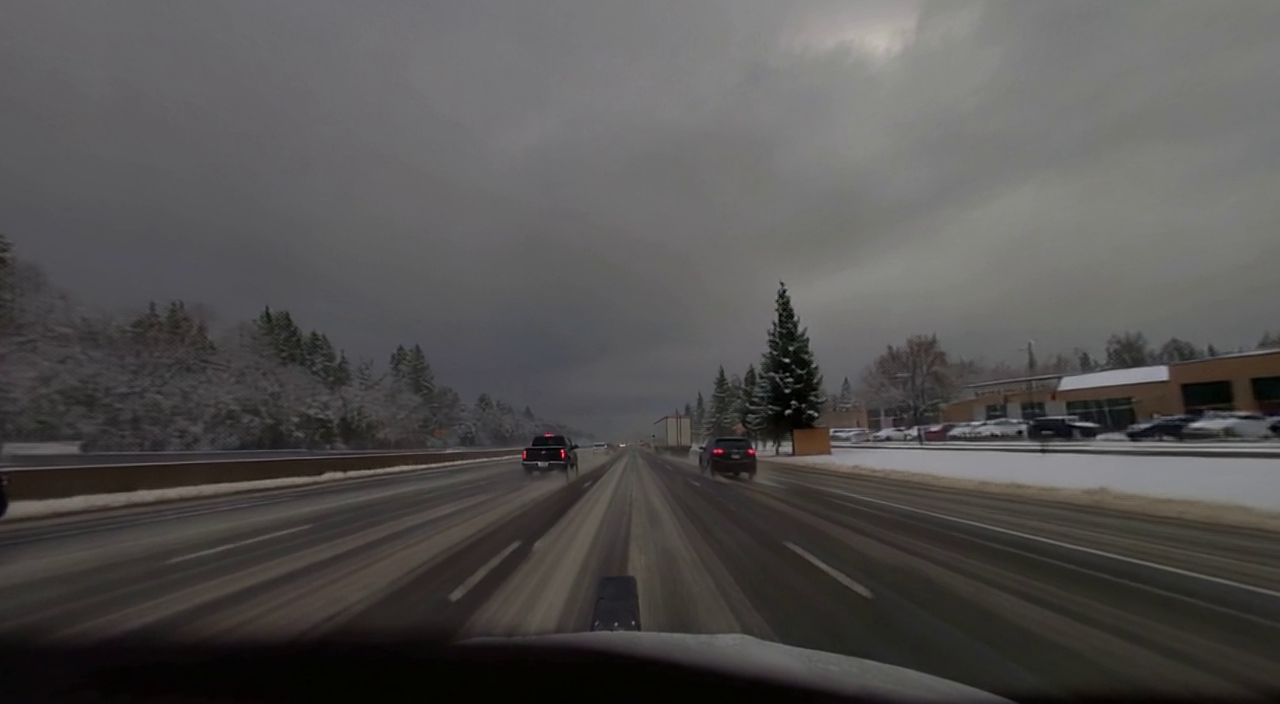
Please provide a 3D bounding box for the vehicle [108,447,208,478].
[{"bbox_3d":[-25.308,5.781,33.408,1.793,1.503,4.509,0,-8,-1],"label":"vehicle"}]

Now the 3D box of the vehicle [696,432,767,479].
[{"bbox_3d":[3.766,4.356,26.817,2.198,1.807,4.530,0,-8,-2],"label":"vehicle"}]

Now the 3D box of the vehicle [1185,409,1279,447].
[{"bbox_3d":[30.142,3.751,31.080,4.515,1.764,2.275,0,-8,-2],"label":"vehicle"}]

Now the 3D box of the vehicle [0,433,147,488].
[{"bbox_3d":[-18.571,3.452,20.421,1.854,1.562,4.280,0,-8,-1],"label":"vehicle"}]

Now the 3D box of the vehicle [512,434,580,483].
[{"bbox_3d":[-3.613,4.204,25.171,1.987,1.765,4.508,0,-8,0],"label":"vehicle"}]
